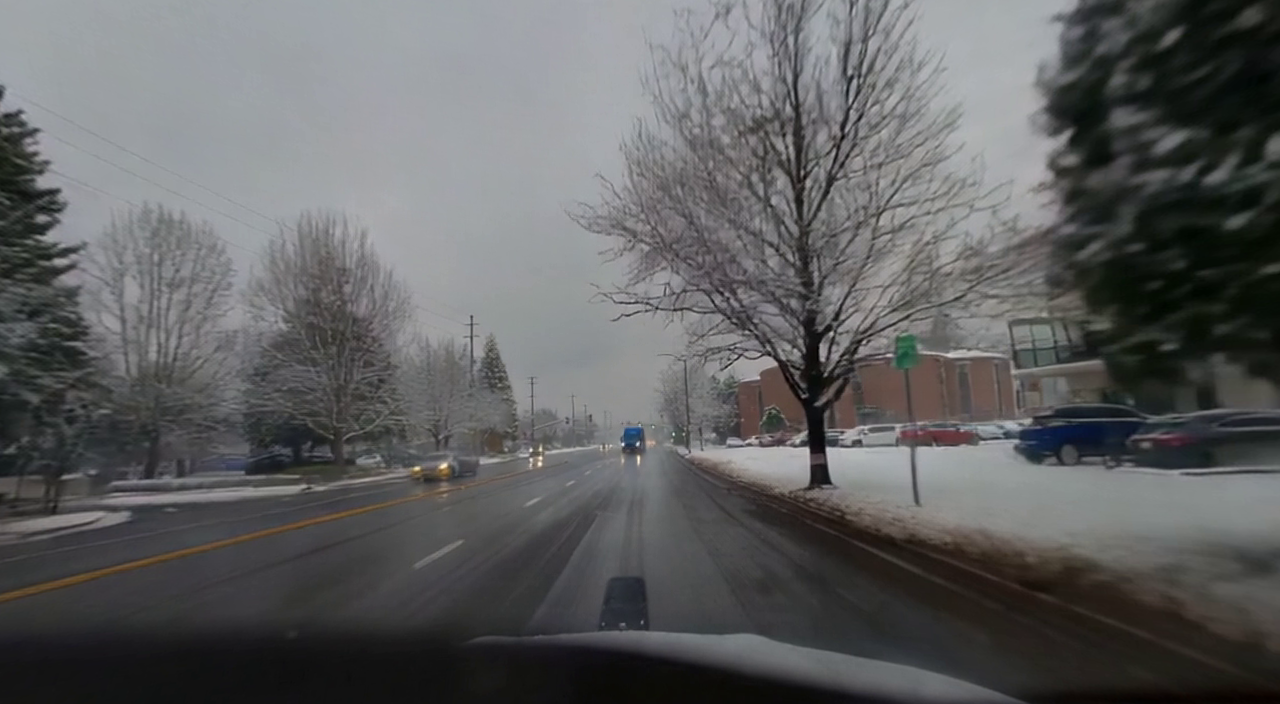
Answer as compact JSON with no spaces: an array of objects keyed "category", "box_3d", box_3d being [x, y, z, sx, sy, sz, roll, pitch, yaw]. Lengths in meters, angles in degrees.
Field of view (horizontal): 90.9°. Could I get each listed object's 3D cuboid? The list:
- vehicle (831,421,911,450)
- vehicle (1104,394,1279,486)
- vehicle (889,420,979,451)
[{"category":"vehicle","box_3d":[17.004,6.182,46.469,5.051,2.038,2.142,1,-8,-9]},{"category":"vehicle","box_3d":[13.245,1.921,13.902,4.341,1.820,2.027,-1,-8,-2]},{"category":"vehicle","box_3d":[17.899,5.081,38.456,4.653,1.782,2.042,2,-9,-15]}]
